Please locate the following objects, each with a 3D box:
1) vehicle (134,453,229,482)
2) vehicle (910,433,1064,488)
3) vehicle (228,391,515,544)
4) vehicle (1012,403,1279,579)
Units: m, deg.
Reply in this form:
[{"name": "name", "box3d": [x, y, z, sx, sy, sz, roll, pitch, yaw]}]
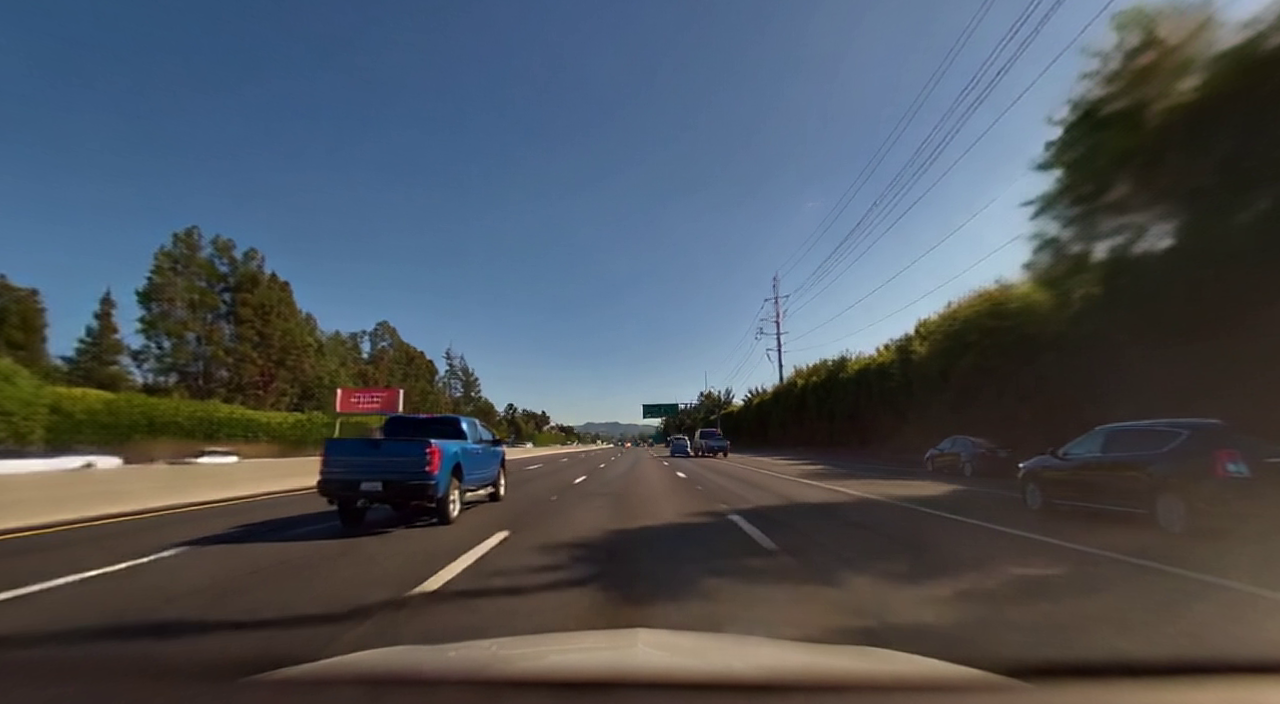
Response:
[{"name": "vehicle", "box3d": [-25.823, 6.489, 35.674, 1.926, 1.484, 4.595, 0, -8, 0]}, {"name": "vehicle", "box3d": [10.566, 3.330, 19.670, 2.076, 1.470, 4.644, 0, -8, -1]}, {"name": "vehicle", "box3d": [-4.208, 1.998, 11.566, 2.508, 2.023, 6.176, 0, -8, 0]}, {"name": "vehicle", "box3d": [6.982, 1.582, 7.800, 1.976, 1.646, 4.370, 0, -8, -1]}]
